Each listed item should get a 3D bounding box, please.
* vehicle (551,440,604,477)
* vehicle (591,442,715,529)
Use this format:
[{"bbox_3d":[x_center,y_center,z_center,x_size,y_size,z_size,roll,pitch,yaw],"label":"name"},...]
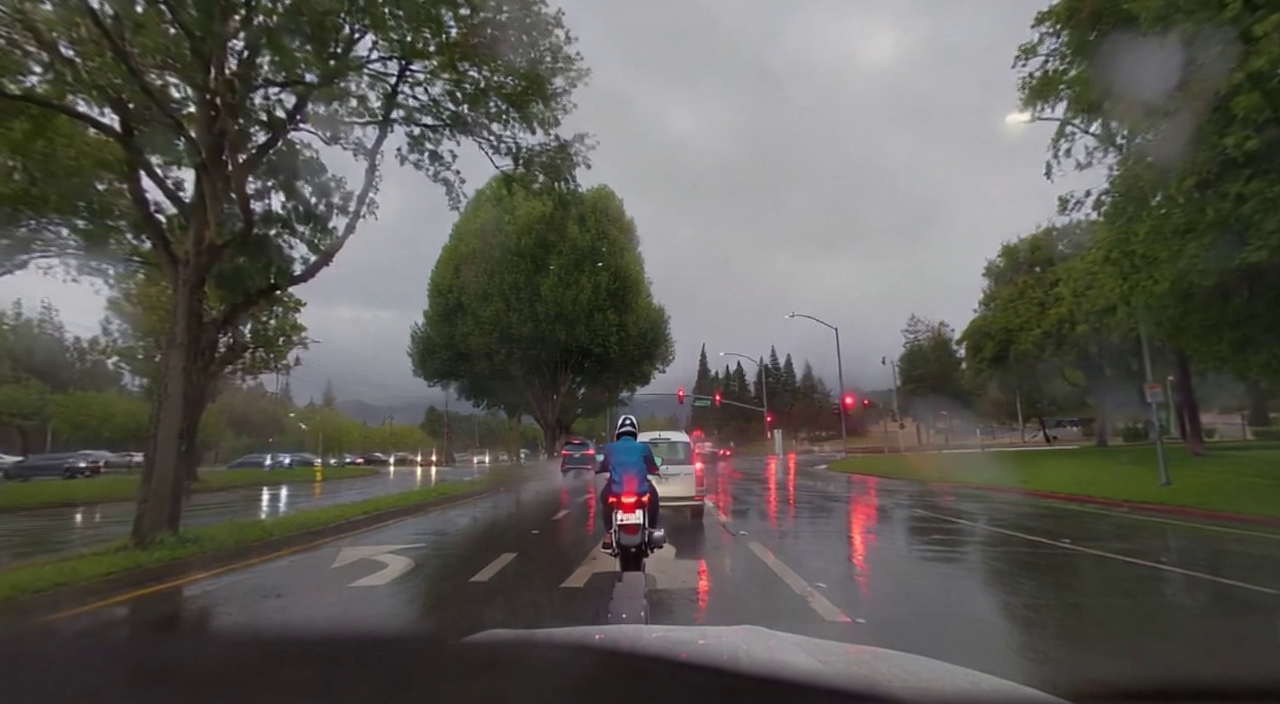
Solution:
[{"bbox_3d":[-2.979,5.221,31.207,2.056,1.647,5.045,-1,-8,1],"label":"vehicle"},{"bbox_3d":[0.208,2.584,12.929,2.093,1.450,4.437,0,-8,0],"label":"vehicle"}]
